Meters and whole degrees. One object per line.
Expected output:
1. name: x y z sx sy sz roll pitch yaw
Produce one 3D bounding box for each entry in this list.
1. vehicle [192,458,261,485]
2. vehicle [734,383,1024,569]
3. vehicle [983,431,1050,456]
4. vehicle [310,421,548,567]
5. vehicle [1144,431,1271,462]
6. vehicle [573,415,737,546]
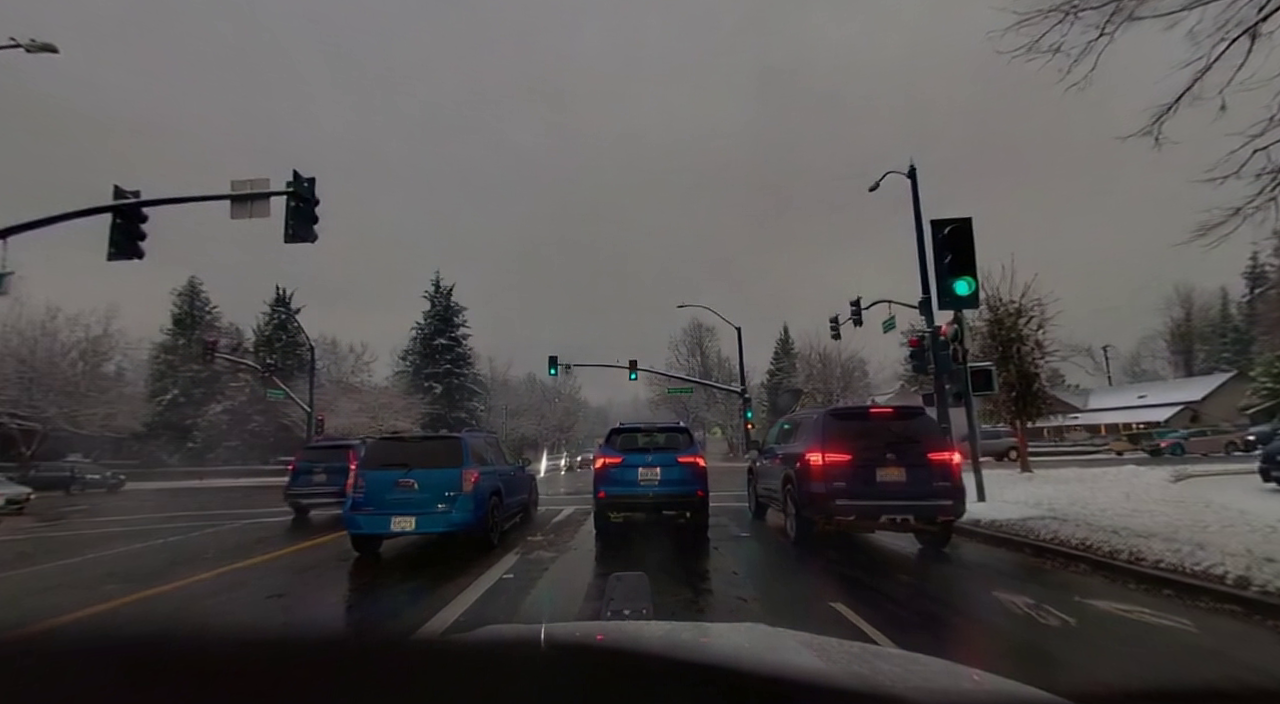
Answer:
1. vehicle: -29.292 8.432 44.799 1.820 1.699 4.308 -1 -9 3
2. vehicle: 3.102 1.811 9.984 2.338 2.063 5.672 0 -9 0
3. vehicle: 23.775 5.796 39.931 1.830 1.516 3.943 -1 -8 1
4. vehicle: -2.779 1.988 9.631 2.058 1.659 4.514 0 -9 0
5. vehicle: 28.147 4.688 31.361 4.512 1.444 1.859 0 -9 0
6. vehicle: 0.172 2.076 10.810 2.235 1.778 4.178 0 -9 -1
